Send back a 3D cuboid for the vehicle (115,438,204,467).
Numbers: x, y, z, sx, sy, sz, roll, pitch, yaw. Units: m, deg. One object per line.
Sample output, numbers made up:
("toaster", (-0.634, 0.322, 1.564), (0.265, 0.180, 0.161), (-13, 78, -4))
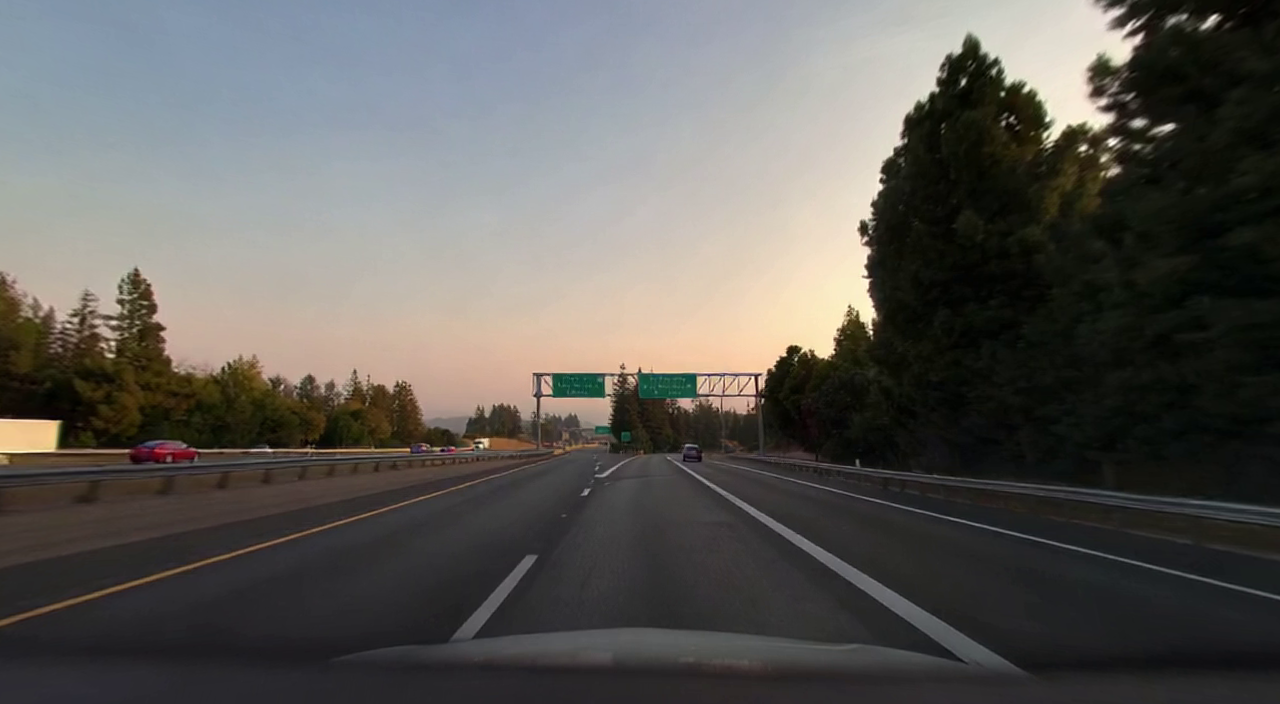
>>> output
("vehicle", (-31.847, 6.656, 42.043), (2.168, 1.824, 4.932), (0, -8, -2))
